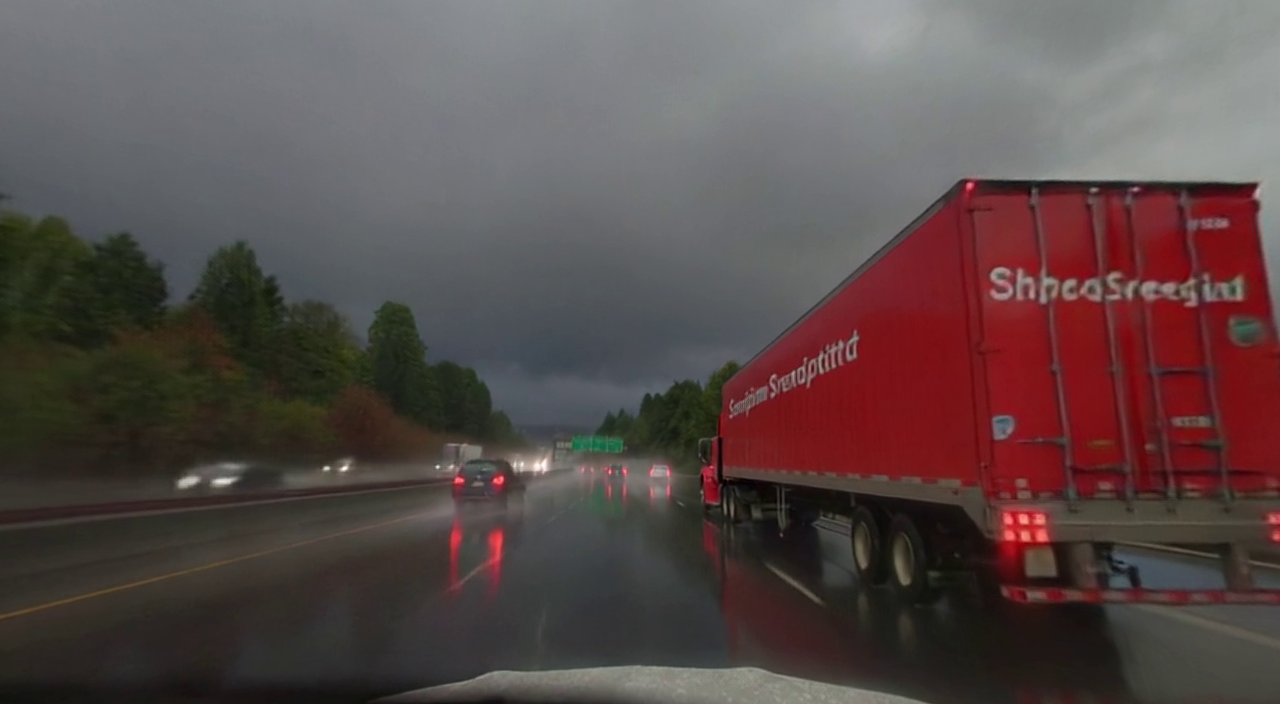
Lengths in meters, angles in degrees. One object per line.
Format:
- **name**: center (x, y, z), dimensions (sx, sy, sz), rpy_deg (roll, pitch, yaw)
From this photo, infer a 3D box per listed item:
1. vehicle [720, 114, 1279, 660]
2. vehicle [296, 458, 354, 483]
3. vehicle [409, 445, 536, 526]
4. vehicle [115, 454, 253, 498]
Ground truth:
- **vehicle**: center (4.110, 1.390, 11.840), dimensions (2.992, 4.300, 13.967), rpy_deg (1, -10, -2)
- **vehicle**: center (-22.113, 8.344, 44.388), dimensions (1.878, 1.652, 4.379), rpy_deg (1, -10, -1)
- **vehicle**: center (-4.142, 3.428, 16.519), dimensions (2.070, 1.775, 4.646), rpy_deg (1, -10, -1)
- **vehicle**: center (-17.398, 4.777, 24.413), dimensions (1.935, 1.506, 4.623), rpy_deg (1, -10, -1)
